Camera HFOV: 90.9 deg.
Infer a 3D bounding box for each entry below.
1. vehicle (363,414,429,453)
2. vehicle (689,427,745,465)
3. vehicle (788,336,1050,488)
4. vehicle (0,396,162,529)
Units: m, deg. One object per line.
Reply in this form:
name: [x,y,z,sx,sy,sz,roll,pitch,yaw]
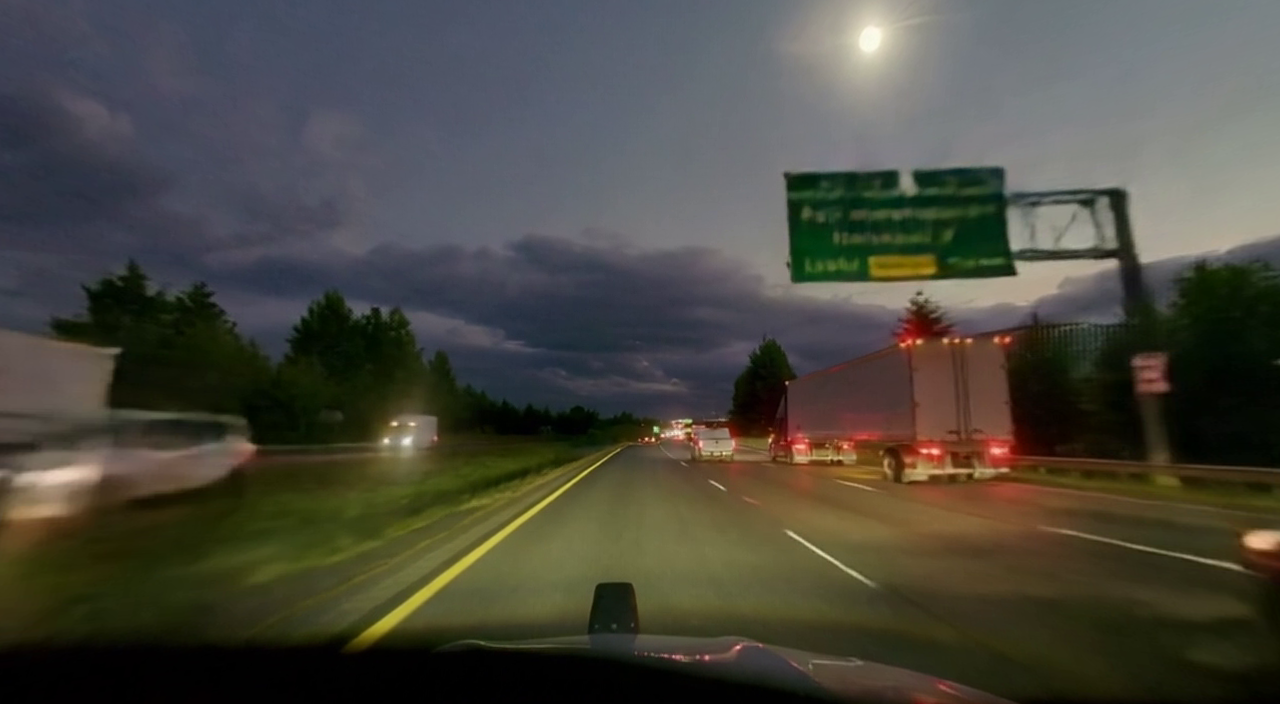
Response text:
vehicle: [-17.017,5.767,44.374,2.368,2.548,5.444,0,-7,1]
vehicle: [3.585,4.474,30.206,2.011,1.672,4.415,0,-7,-2]
vehicle: [9.184,2.487,24.052,3.440,4.093,13.944,0,-7,-1]
vehicle: [-8.968,1.435,8.264,1.978,1.644,4.368,0,-7,-1]
